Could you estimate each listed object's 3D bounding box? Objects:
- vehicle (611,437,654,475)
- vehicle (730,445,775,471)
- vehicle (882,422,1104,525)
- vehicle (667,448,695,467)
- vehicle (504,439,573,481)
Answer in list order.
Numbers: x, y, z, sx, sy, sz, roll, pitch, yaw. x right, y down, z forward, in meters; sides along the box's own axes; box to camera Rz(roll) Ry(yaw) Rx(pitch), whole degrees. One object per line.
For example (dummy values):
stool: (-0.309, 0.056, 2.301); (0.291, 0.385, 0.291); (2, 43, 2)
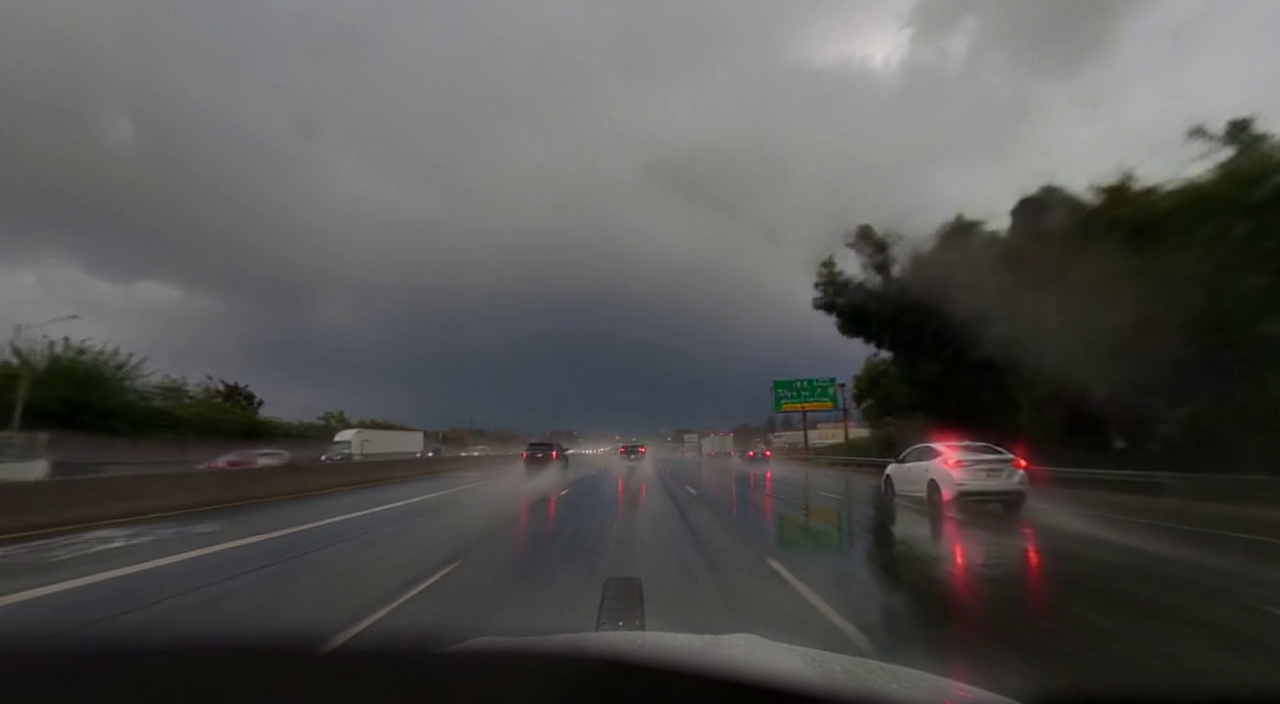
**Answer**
vehicle: (-0.340, 5.230, 31.999); (2.002, 1.759, 4.658); (0, -9, 0)
vehicle: (6.768, 6.398, 38.376); (1.879, 1.428, 4.402); (0, -9, -1)
vehicle: (6.626, 2.311, 12.536); (1.944, 1.666, 4.184); (0, -9, 0)
vehicle: (3.032, 7.938, 47.550); (1.816, 1.353, 3.809); (0, -9, -1)
vehicle: (-4.226, 4.610, 27.202); (2.126, 1.631, 4.643); (0, -9, 1)
